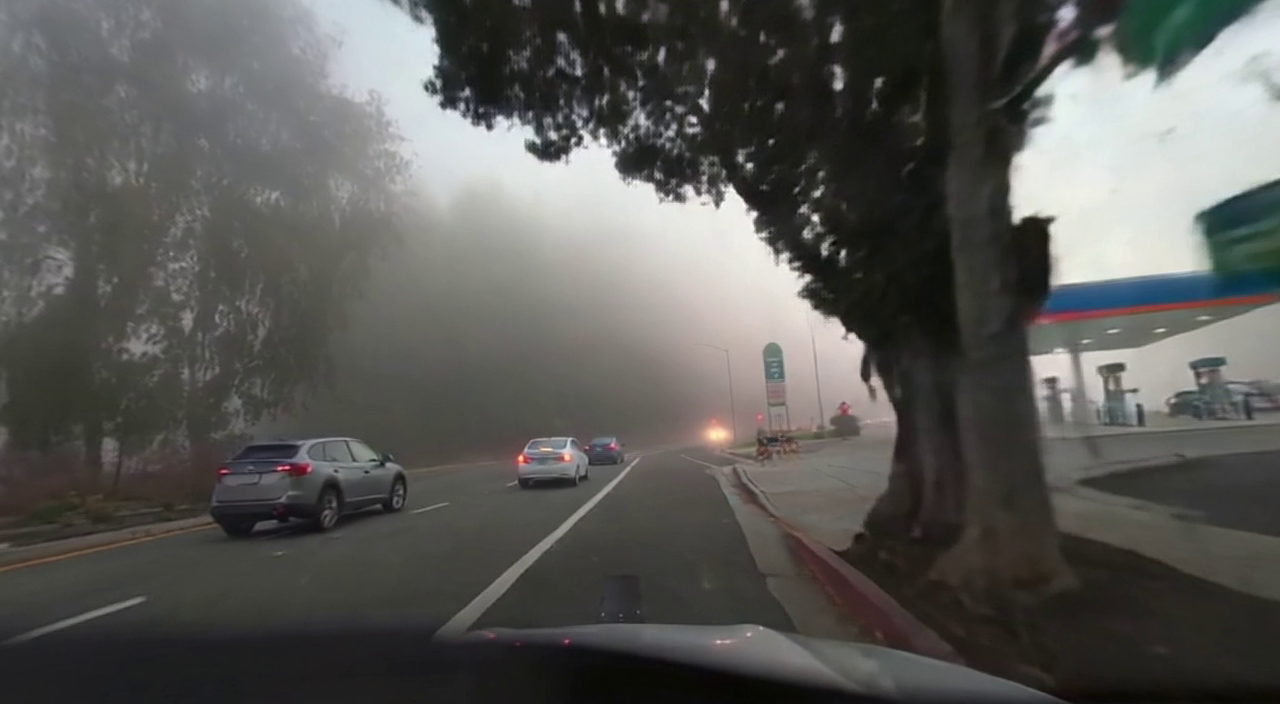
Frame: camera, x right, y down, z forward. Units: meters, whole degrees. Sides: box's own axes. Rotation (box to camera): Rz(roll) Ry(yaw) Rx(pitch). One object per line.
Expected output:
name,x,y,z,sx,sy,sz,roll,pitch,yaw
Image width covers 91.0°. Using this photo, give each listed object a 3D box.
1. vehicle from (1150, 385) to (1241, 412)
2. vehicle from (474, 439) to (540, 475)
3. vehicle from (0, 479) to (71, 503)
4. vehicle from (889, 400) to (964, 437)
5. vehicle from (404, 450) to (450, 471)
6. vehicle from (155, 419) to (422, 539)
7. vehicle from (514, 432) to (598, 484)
vehicle,37.762,3.236,42.955,1.816,1.452,4.698,-7,-7,0
vehicle,-5.904,4.722,28.542,1.875,1.479,4.558,-1,-8,2
vehicle,-44.026,9.980,45.212,4.384,1.490,2.031,-1,-10,2
vehicle,18.921,4.506,41.976,2.322,2.152,5.668,-2,-8,0
vehicle,-15.907,8.128,47.197,1.870,1.458,4.143,-1,-8,2
vehicle,-6.146,2.266,11.893,2.102,1.774,4.662,-1,-8,4
vehicle,-2.694,3.526,21.211,2.060,1.580,3.980,-1,-8,4
